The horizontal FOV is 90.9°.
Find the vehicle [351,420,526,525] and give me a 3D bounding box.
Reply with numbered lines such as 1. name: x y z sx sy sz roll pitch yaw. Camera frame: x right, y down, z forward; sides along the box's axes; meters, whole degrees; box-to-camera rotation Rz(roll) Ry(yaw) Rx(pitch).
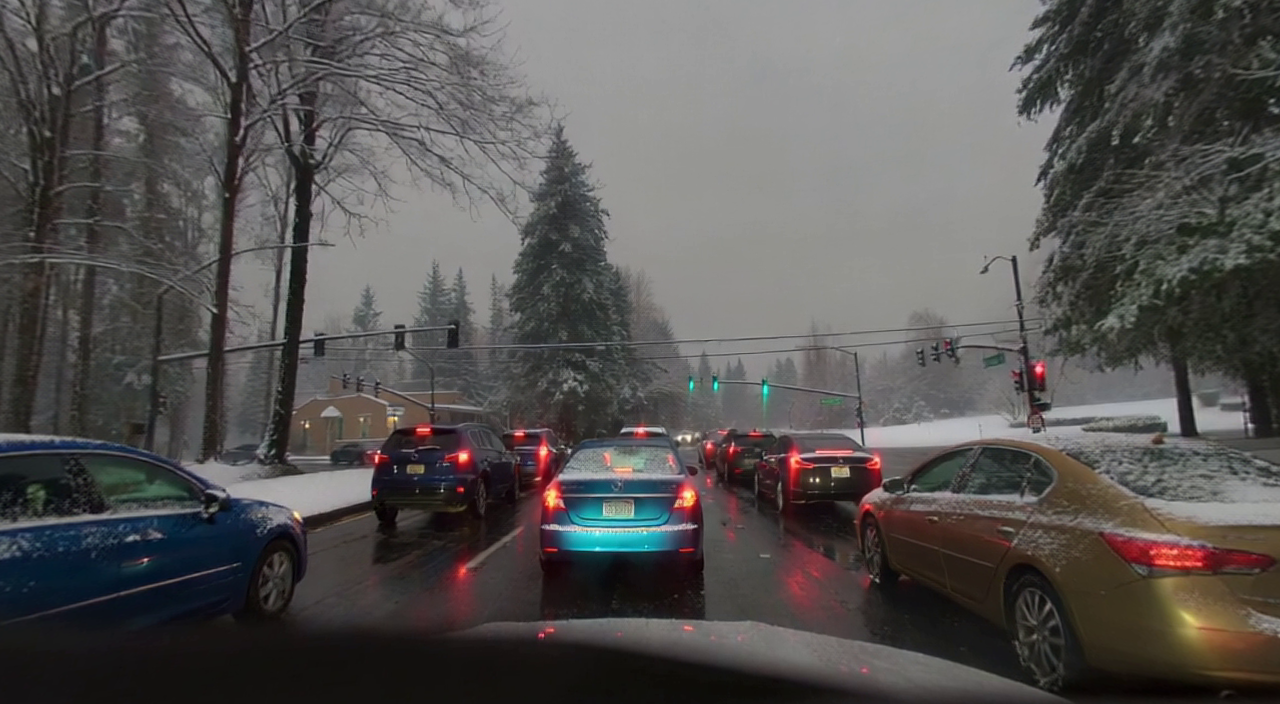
1. vehicle: -3.731 2.315 12.616 1.961 1.714 4.268 0 -8 2

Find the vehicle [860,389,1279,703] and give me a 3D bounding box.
1. vehicle: 3.134 1.151 4.055 1.903 1.480 4.270 0 -8 0

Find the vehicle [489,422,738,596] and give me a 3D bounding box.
1. vehicle: -0.264 1.644 7.429 2.147 1.479 3.803 0 -8 -1

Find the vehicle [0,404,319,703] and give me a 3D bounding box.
1. vehicle: -3.645 1.023 3.003 1.935 1.482 4.433 0 -8 -1

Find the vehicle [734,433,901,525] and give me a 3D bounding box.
1. vehicle: 3.180 2.337 12.327 1.975 1.460 4.357 0 -8 0
